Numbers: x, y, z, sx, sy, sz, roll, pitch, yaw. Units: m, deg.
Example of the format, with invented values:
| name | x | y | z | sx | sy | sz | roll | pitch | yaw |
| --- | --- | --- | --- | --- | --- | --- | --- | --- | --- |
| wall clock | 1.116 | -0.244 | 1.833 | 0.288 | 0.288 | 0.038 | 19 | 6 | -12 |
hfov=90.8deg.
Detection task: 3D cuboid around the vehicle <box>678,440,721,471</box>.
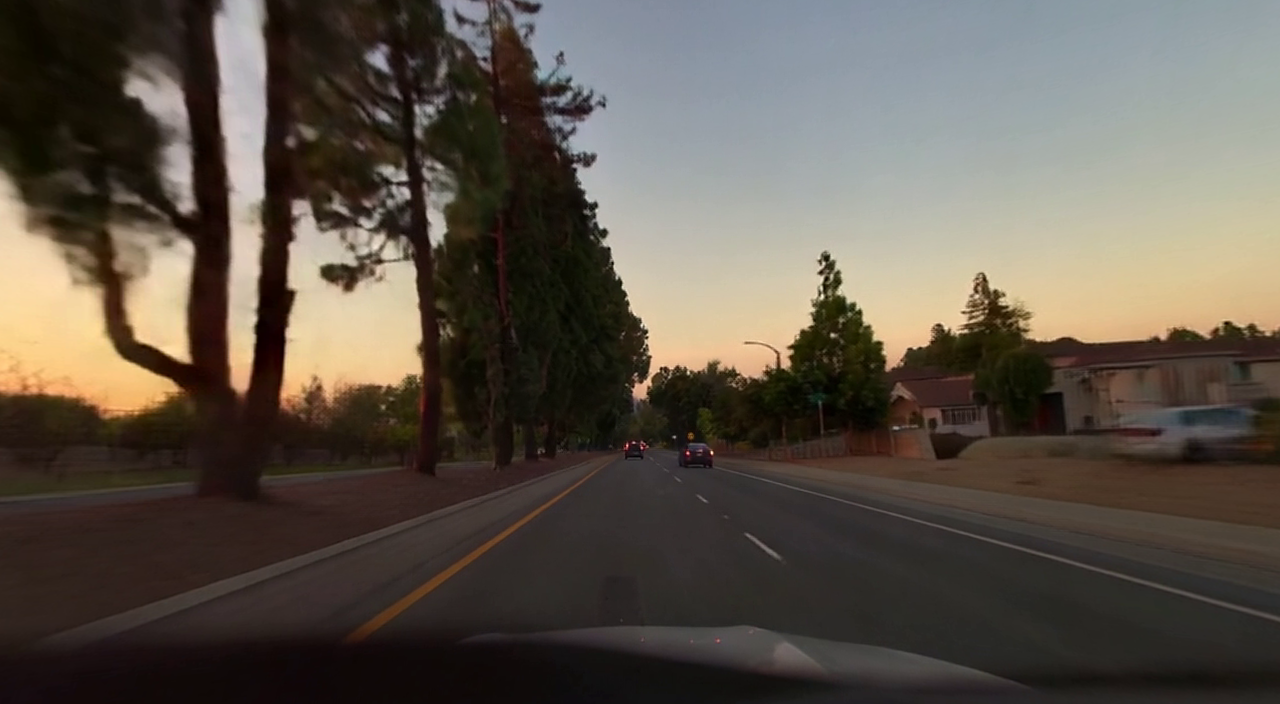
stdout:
| name | x | y | z | sx | sy | sz | roll | pitch | yaw |
| --- | --- | --- | --- | --- | --- | --- | --- | --- | --- |
| vehicle | 3.259 | 5.770 | 35.492 | 1.888 | 1.640 | 4.044 | 0 | -8 | -2 |
